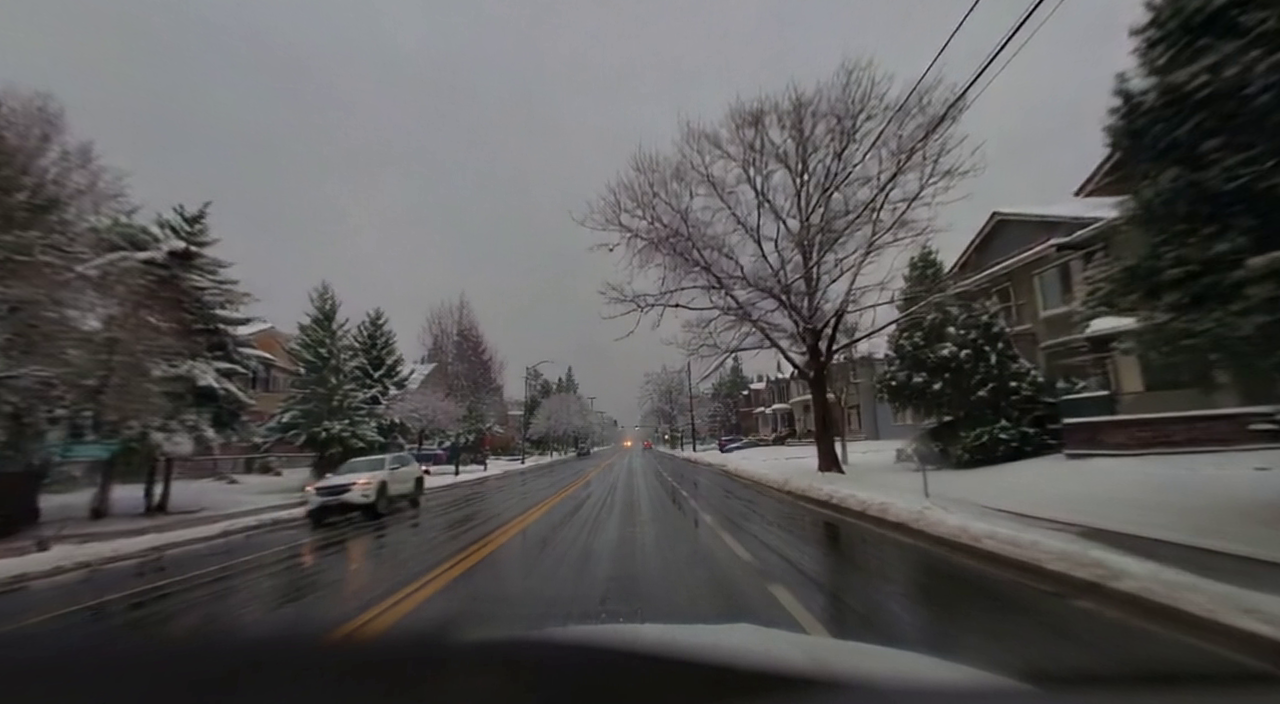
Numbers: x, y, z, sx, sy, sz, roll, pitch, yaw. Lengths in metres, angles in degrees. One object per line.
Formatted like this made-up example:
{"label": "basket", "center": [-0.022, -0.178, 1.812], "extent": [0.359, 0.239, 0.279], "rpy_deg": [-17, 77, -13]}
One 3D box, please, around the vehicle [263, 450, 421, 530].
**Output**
{"label": "vehicle", "center": [-7.407, 3.405, 16.255], "extent": [2.010, 1.553, 4.312], "rpy_deg": [-5, -8, 0]}
